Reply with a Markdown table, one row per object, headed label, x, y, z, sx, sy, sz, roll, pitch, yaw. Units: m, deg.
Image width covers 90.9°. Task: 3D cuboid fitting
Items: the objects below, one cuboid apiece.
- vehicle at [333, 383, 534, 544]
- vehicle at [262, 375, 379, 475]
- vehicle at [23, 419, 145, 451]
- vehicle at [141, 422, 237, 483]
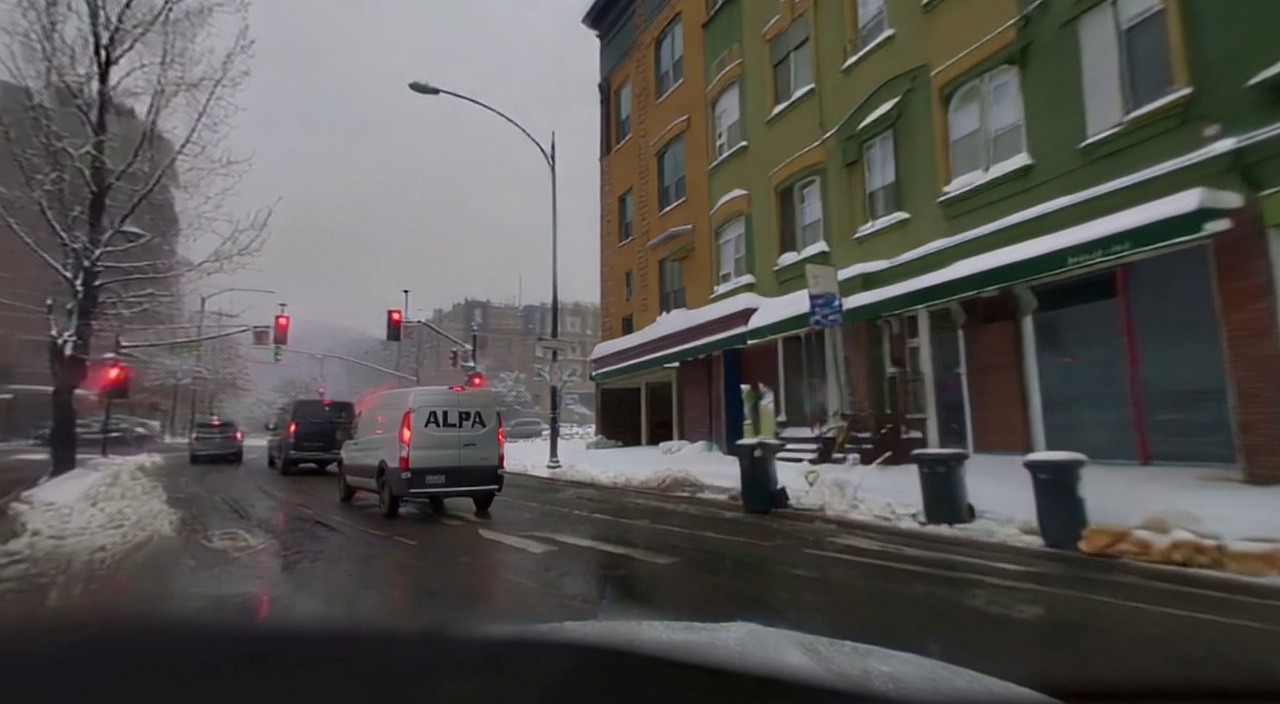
| label | x | y | z | sx | sy | sz | roll | pitch | yaw |
| --- | --- | --- | --- | --- | --- | --- | --- | --- | --- |
| vehicle | -3.422 | 1.624 | 9.862 | 1.951 | 1.907 | 4.266 | 5 | -9 | -32 |
| vehicle | -10.490 | 2.405 | 20.359 | 2.333 | 2.703 | 6.504 | 5 | -9 | -34 |
| vehicle | -26.291 | 3.945 | 29.904 | 1.657 | 1.400 | 3.951 | -5 | -9 | 33 |
| vehicle | -12.155 | 2.661 | 17.050 | 1.841 | 1.461 | 3.426 | 5 | -9 | -34 |
